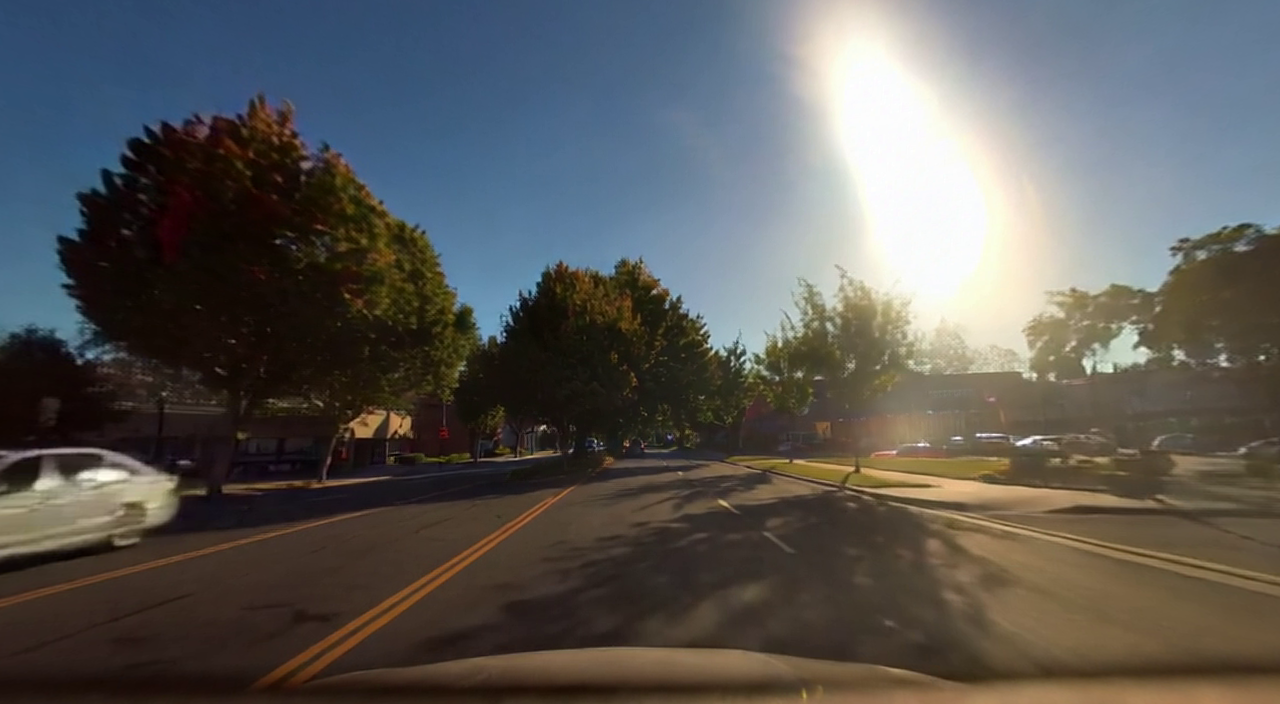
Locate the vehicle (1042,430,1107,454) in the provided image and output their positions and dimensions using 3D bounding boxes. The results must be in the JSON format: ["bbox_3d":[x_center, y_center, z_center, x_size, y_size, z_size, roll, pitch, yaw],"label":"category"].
[{"bbox_3d":[34.224,7.108,49.939,1.843,1.774,4.626,0,-8,0],"label":"vehicle"}]

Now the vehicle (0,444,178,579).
[{"bbox_3d":[-8.013,1.799,7.225,1.969,1.462,4.425,-1,-8,2],"label":"vehicle"}]

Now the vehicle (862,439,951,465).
[{"bbox_3d":[16.741,6.303,39.855,4.665,1.570,2.080,0,-8,0],"label":"vehicle"}]
